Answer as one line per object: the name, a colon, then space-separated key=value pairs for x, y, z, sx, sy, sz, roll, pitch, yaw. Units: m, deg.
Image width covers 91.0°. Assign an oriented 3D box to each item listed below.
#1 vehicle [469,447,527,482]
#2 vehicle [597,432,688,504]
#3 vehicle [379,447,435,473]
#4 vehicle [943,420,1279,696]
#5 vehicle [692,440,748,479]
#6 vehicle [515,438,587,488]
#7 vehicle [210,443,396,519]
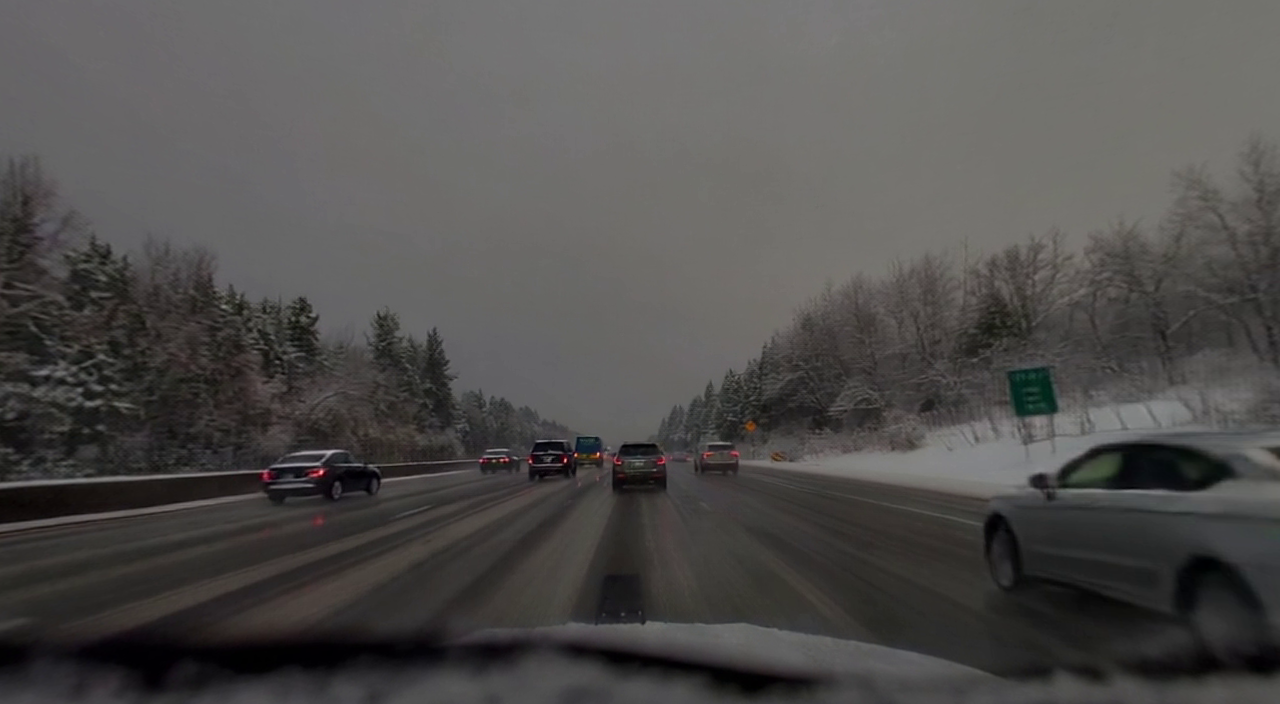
vehicle: x=-7.084 y=5.647 z=31.883 sx=1.931 sy=1.617 sz=4.060 roll=0 pitch=-9 yaw=1
vehicle: x=0.096 y=3.136 z=17.421 sx=2.223 sy=1.722 sz=4.177 roll=0 pitch=-9 yaw=1
vehicle: x=-16.488 y=7.601 z=44.792 sx=2.096 sy=1.725 sz=4.835 roll=0 pitch=-9 yaw=0
vehicle: x=4.460 y=1.319 z=4.781 sx=2.006 sy=1.474 sz=4.669 roll=0 pitch=-9 yaw=0
vehicle: x=4.017 y=5.513 z=32.681 sx=2.175 sy=1.830 sz=5.173 roll=0 pitch=-9 yaw=-1
vehicle: x=-3.427 y=4.363 z=25.098 sx=2.142 sy=1.808 sz=4.266 roll=0 pitch=-9 yaw=1
vehicle: x=-7.728 y=2.963 z=15.070 sx=1.927 sy=1.514 sz=4.474 roll=0 pitch=-9 yaw=0
